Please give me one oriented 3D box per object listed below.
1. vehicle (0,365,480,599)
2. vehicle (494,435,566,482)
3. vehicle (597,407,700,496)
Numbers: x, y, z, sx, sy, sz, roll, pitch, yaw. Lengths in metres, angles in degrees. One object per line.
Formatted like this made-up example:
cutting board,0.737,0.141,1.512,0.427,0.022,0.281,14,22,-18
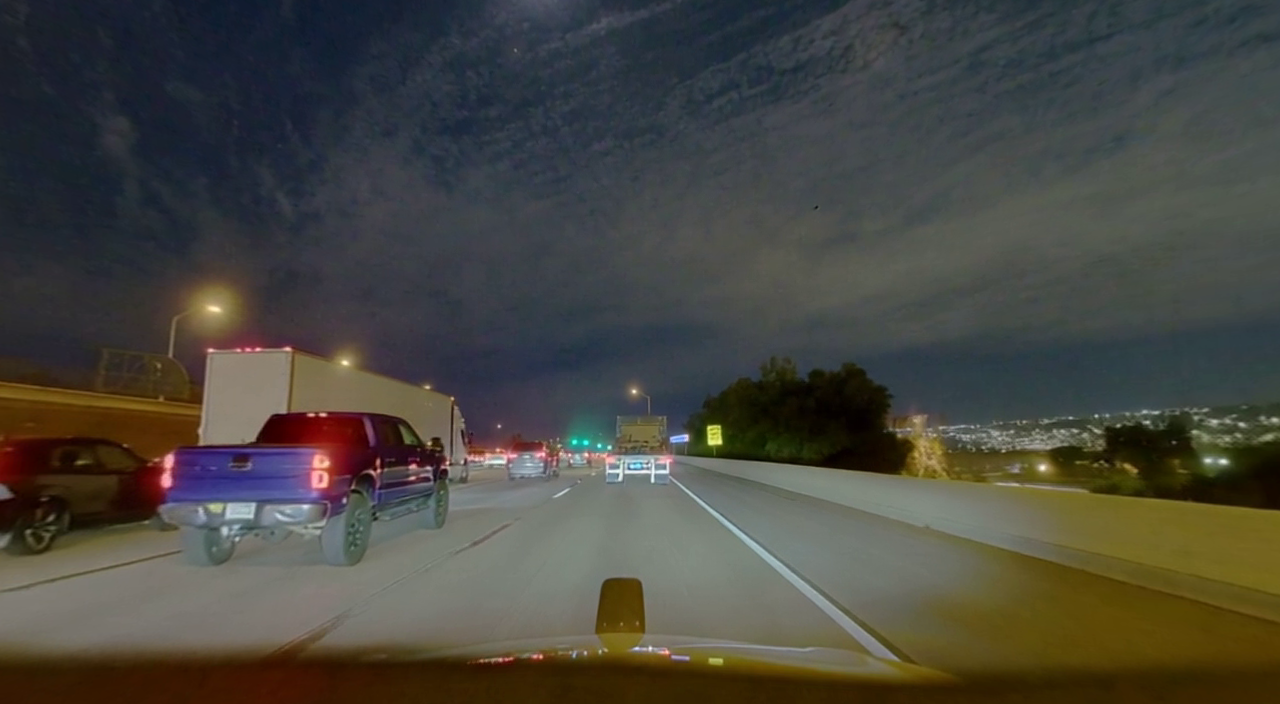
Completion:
vehicle,-4.153,1.520,8.251,2.575,1.958,5.730,0,-9,0
vehicle,-4.705,4.661,27.852,2.329,1.859,4.823,0,-9,0
vehicle,0.129,3.396,21.737,2.886,2.471,7.692,0,-9,-2
